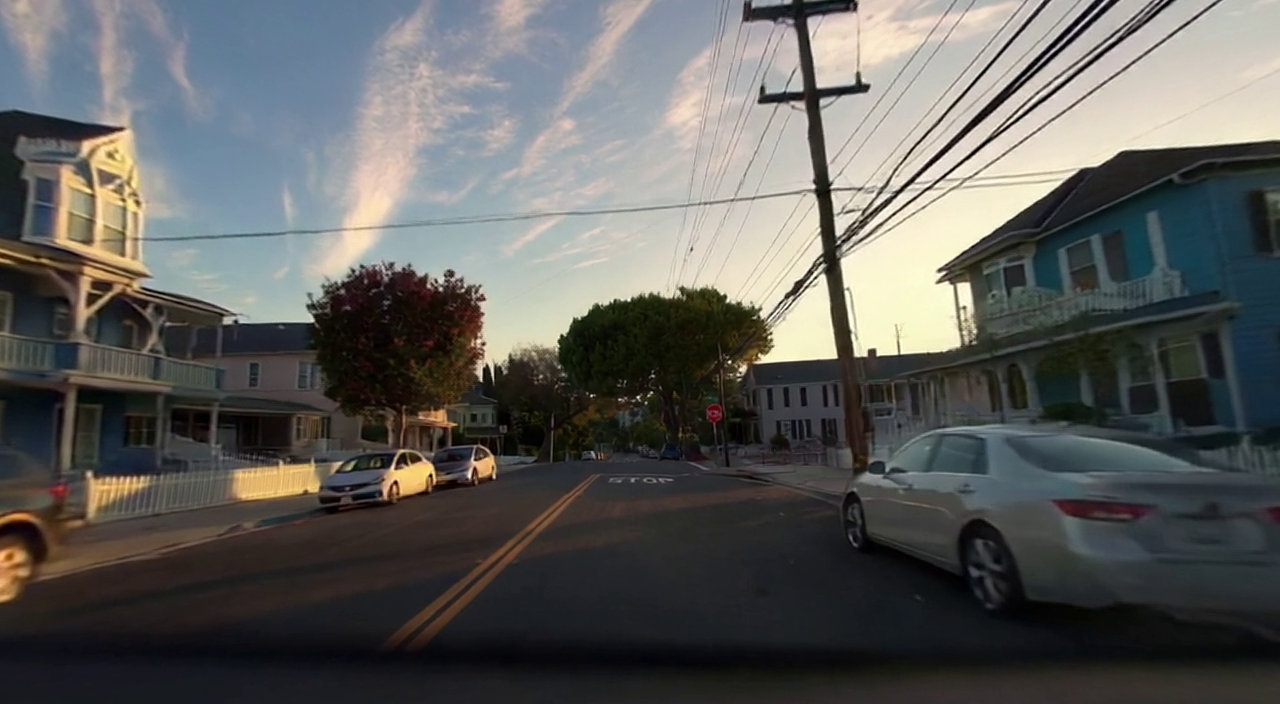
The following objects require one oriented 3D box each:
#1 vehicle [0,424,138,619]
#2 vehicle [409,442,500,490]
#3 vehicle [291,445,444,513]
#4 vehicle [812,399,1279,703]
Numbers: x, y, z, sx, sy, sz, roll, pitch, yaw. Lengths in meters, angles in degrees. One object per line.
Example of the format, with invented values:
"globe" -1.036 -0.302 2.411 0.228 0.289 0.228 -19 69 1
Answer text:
"vehicle" -6.584 1.381 4.752 1.896 1.703 4.586 0 -8 -1
"vehicle" -6.698 4.133 23.302 2.026 1.560 4.062 -1 -8 1
"vehicle" -6.870 3.213 16.564 2.056 1.481 4.451 0 -8 0
"vehicle" 3.334 1.397 5.860 1.963 1.536 5.446 0 -8 0
